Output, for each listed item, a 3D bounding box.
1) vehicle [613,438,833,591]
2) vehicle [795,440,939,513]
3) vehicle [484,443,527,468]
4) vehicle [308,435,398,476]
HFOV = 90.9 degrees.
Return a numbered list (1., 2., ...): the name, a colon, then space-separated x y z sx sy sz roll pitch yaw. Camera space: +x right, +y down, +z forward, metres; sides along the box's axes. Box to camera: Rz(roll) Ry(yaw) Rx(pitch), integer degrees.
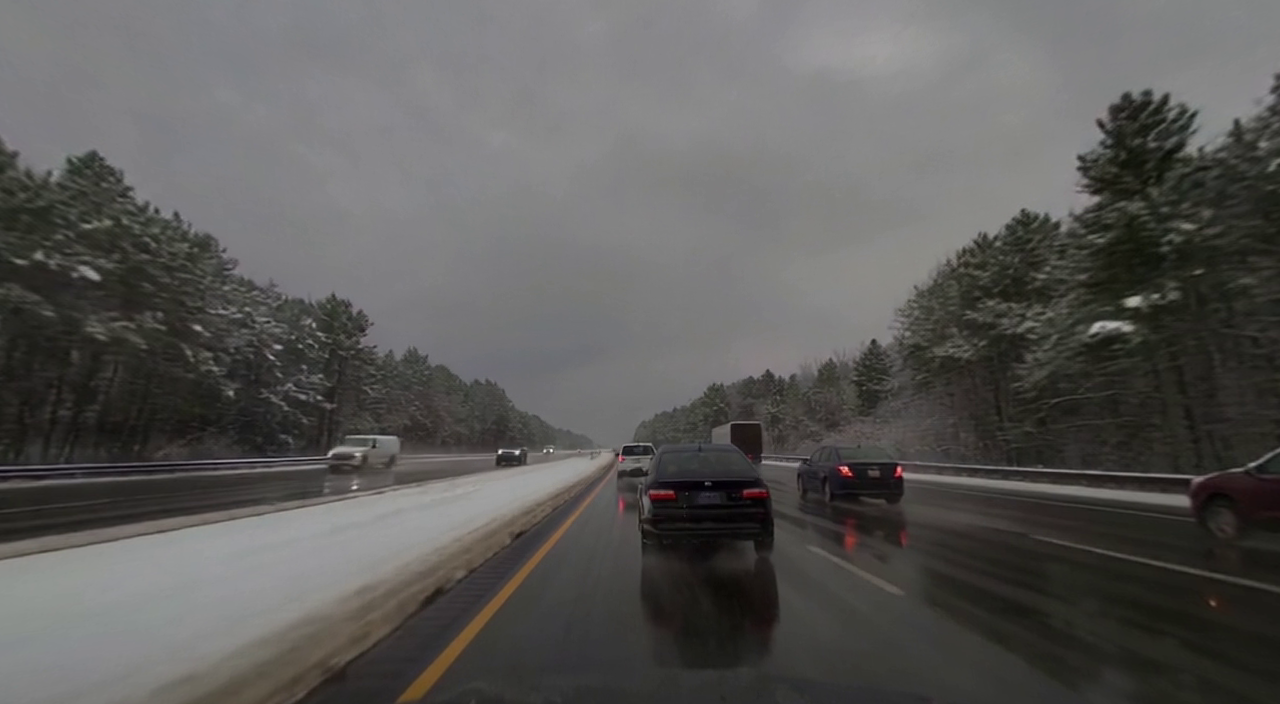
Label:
1. vehicle: 0.740 1.843 7.927 2.094 1.426 3.725 0 -9 -2
2. vehicle: 5.308 2.953 15.410 1.908 1.500 4.157 0 -9 -1
3. vehicle: -8.557 6.645 40.425 1.865 1.479 3.882 -1 -9 1
4. vehicle: -12.875 4.670 28.607 1.991 1.677 4.499 0 -9 -1
